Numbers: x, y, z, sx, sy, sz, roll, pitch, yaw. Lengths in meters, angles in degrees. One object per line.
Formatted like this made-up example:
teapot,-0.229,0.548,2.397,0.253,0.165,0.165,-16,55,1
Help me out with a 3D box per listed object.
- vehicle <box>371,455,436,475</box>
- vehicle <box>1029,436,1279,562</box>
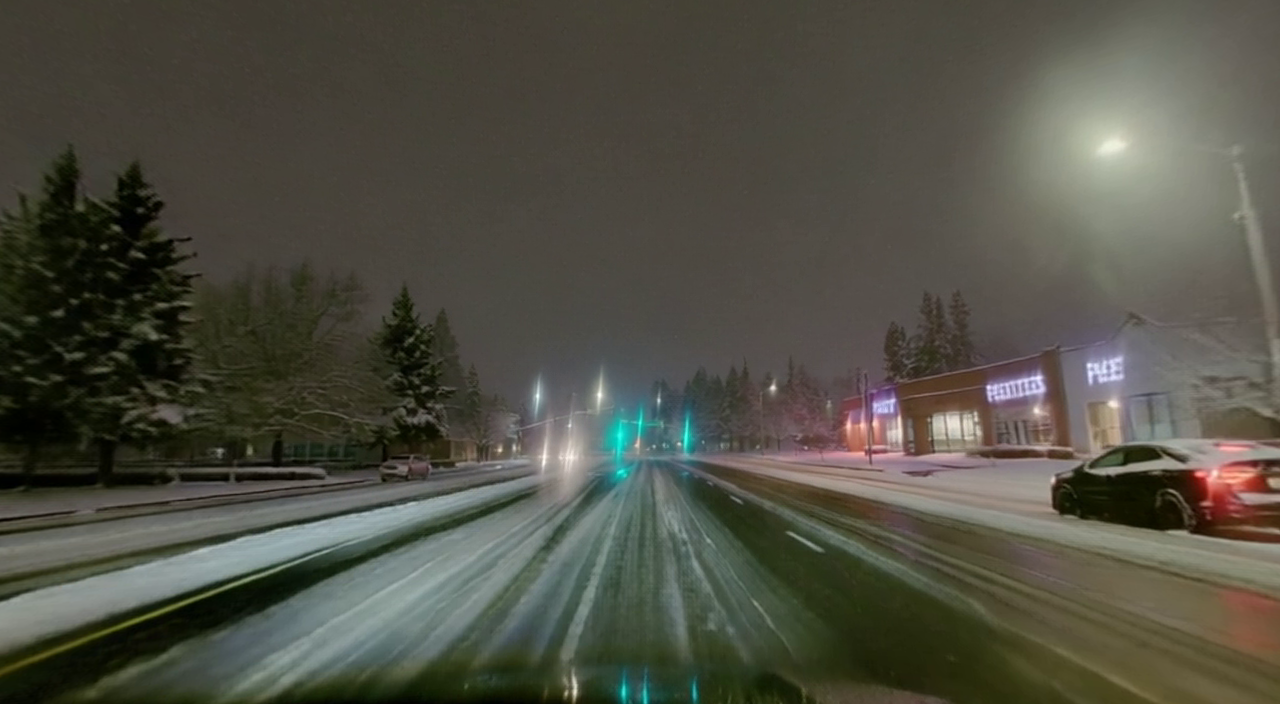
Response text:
vehicle,-18.505,8.826,49.386,4.523,1.494,1.857,-3,-9,17
vehicle,8.211,2.031,9.568,1.936,1.460,4.258,0,-8,1
